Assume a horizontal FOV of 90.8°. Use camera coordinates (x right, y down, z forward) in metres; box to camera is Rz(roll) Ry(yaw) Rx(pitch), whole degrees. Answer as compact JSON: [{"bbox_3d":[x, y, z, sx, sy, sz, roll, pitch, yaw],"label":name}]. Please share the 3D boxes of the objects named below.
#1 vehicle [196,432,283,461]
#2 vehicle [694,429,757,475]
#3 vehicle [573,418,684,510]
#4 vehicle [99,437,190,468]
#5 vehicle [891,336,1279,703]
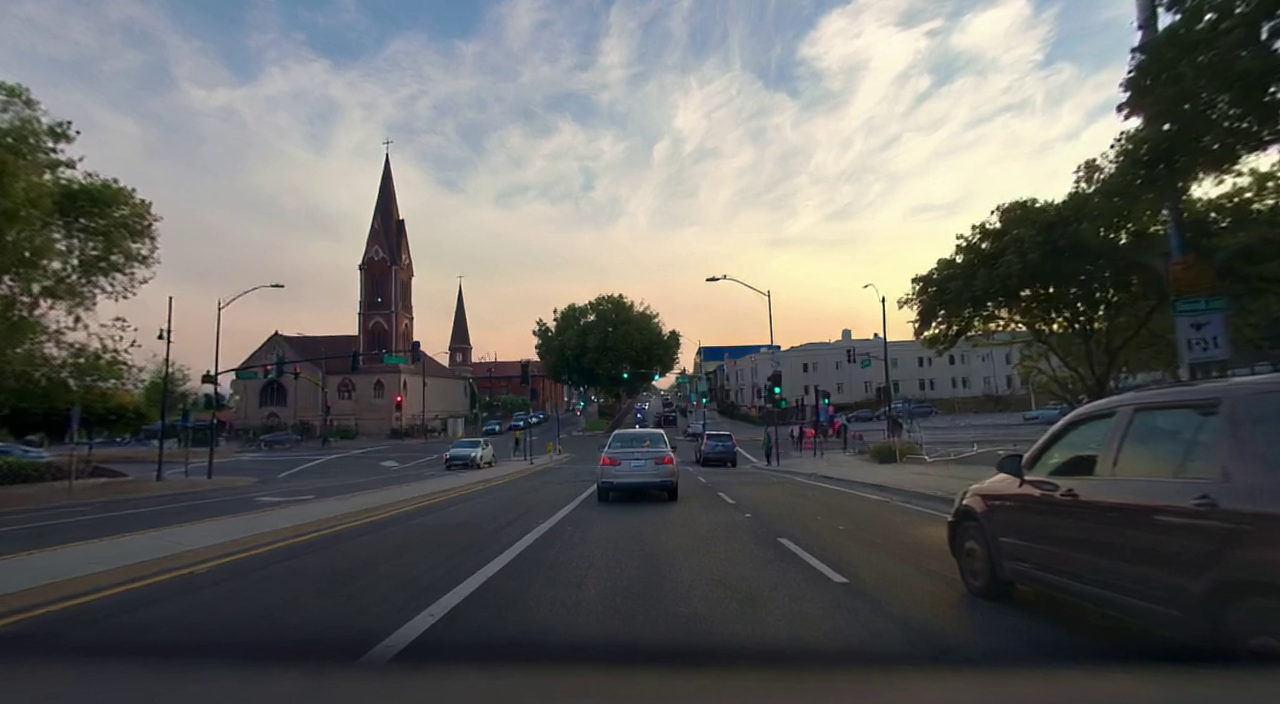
[{"bbox_3d":[-29.521,6.940,46.659,4.955,1.828,2.268,-1,-3,-2],"label":"vehicle"},{"bbox_3d":[3.907,4.693,29.963,2.228,1.922,5.335,1,-8,0],"label":"vehicle"},{"bbox_3d":[-0.141,2.491,14.477,2.168,1.776,4.135,0,-8,2],"label":"vehicle"},{"bbox_3d":[-33.902,6.873,43.279,4.551,1.784,2.121,0,0,-1],"label":"vehicle"},{"bbox_3d":[3.650,1.039,4.122,2.080,1.735,4.650,0,-8,0],"label":"vehicle"}]
